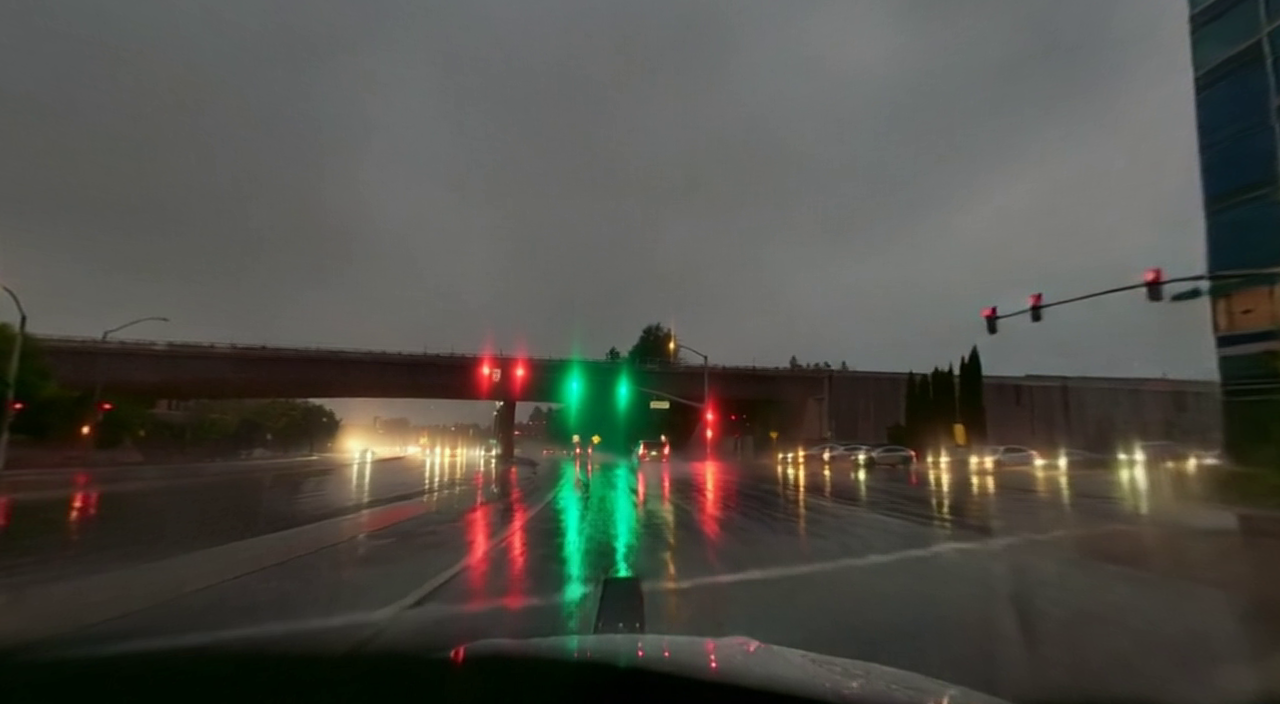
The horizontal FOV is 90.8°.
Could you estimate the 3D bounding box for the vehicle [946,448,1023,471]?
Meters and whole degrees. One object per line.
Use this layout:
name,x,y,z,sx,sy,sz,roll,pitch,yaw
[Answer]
vehicle,22.868,7.094,41.944,4.570,1.455,1.976,4,-9,-23

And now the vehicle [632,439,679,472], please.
vehicle,0.801,5.685,34.862,2.024,1.724,3.928,1,-9,-7

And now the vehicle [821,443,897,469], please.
vehicle,14.722,6.966,42.464,4.501,1.631,2.165,4,-9,-23

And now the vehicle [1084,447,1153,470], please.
vehicle,35.835,7.946,47.271,4.589,1.634,1.883,4,-9,-22

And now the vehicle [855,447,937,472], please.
vehicle,15.623,6.505,38.506,4.538,1.417,1.948,4,-9,-24

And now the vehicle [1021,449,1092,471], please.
vehicle,29.263,7.577,44.363,4.427,1.475,1.897,4,-9,-23
